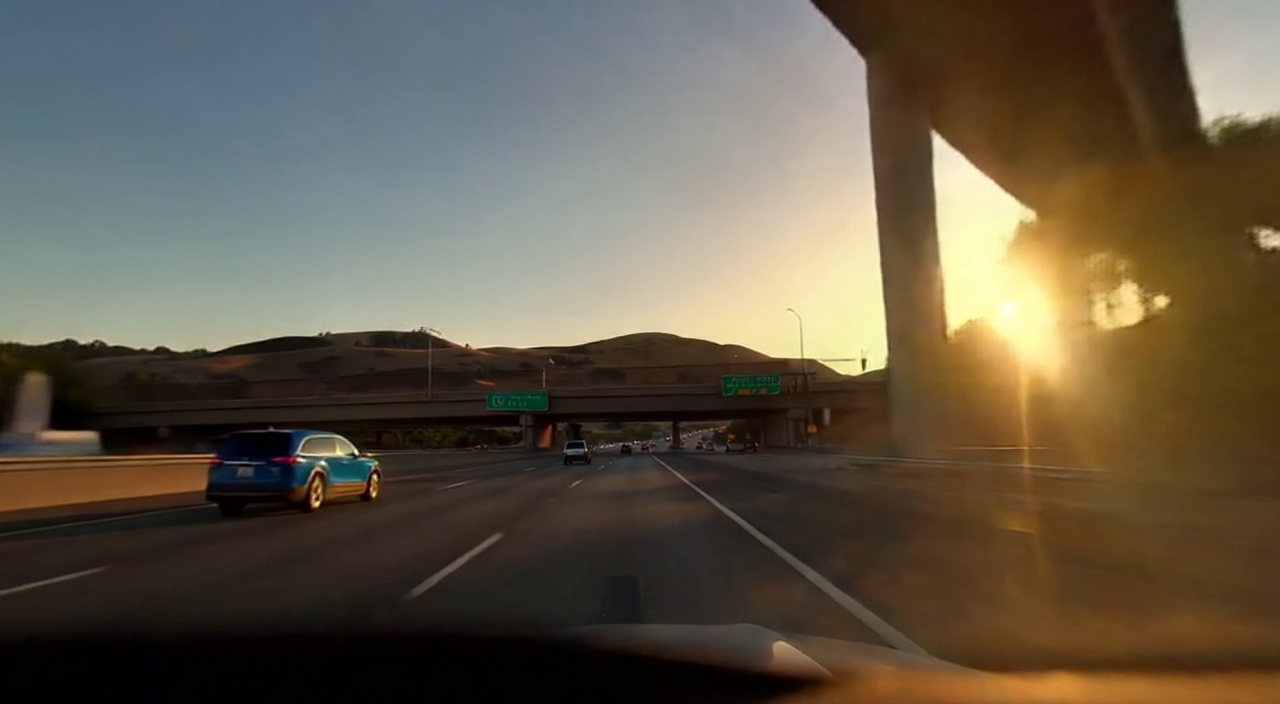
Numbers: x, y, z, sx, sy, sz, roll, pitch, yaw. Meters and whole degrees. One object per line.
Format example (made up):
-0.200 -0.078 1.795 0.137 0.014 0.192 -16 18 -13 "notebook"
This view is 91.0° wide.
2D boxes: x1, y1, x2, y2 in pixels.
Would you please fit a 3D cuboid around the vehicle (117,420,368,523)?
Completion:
-7.683 2.354 12.933 2.092 1.712 4.627 0 -9 0 "vehicle"

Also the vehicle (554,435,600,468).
-3.691 5.918 37.586 2.144 1.847 4.850 0 -8 1 "vehicle"

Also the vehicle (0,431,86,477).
-30.084 4.801 29.779 2.289 2.053 5.948 0 -9 1 "vehicle"
